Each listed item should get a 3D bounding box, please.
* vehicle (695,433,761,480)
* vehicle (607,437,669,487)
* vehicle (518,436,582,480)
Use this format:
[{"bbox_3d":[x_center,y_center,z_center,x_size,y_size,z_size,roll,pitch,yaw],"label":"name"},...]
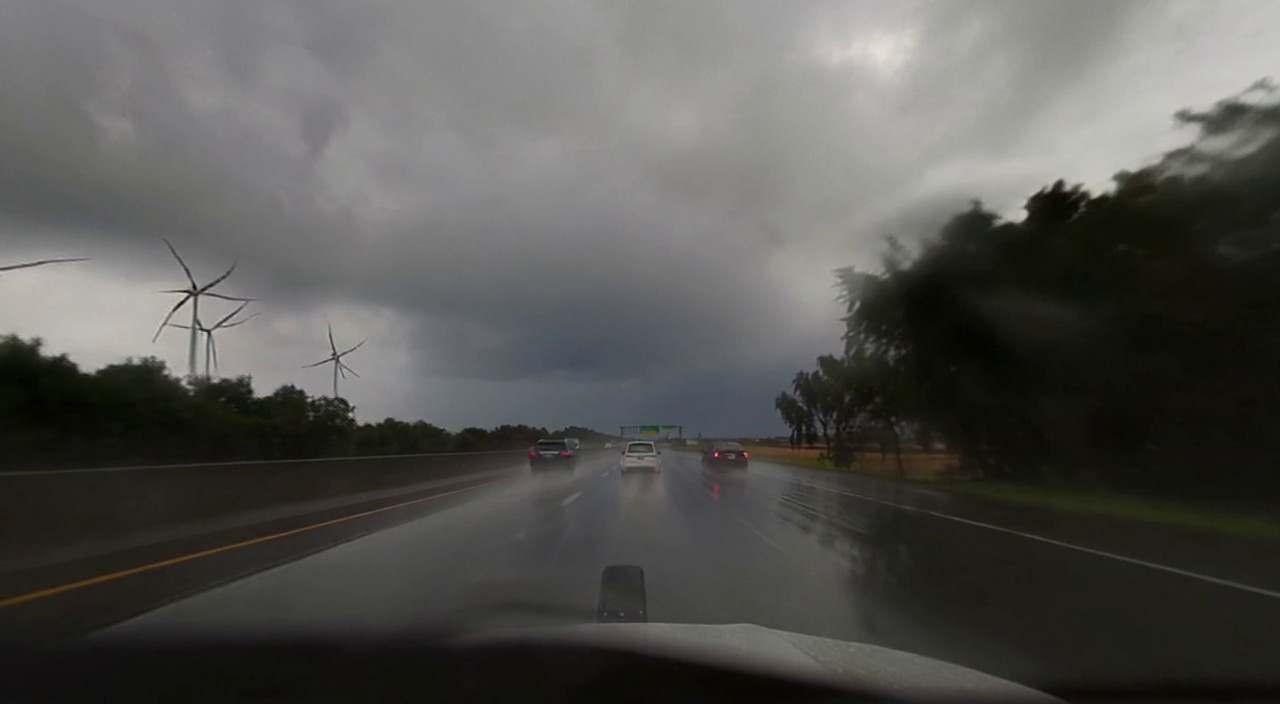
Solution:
[{"bbox_3d":[3.756,4.578,27.779,2.104,1.861,4.956,0,-9,-1],"label":"vehicle"},{"bbox_3d":[-0.062,4.020,23.169,2.083,1.653,3.787,0,-9,0],"label":"vehicle"},{"bbox_3d":[-3.905,4.716,28.237,2.131,1.784,4.635,0,-9,1],"label":"vehicle"}]
